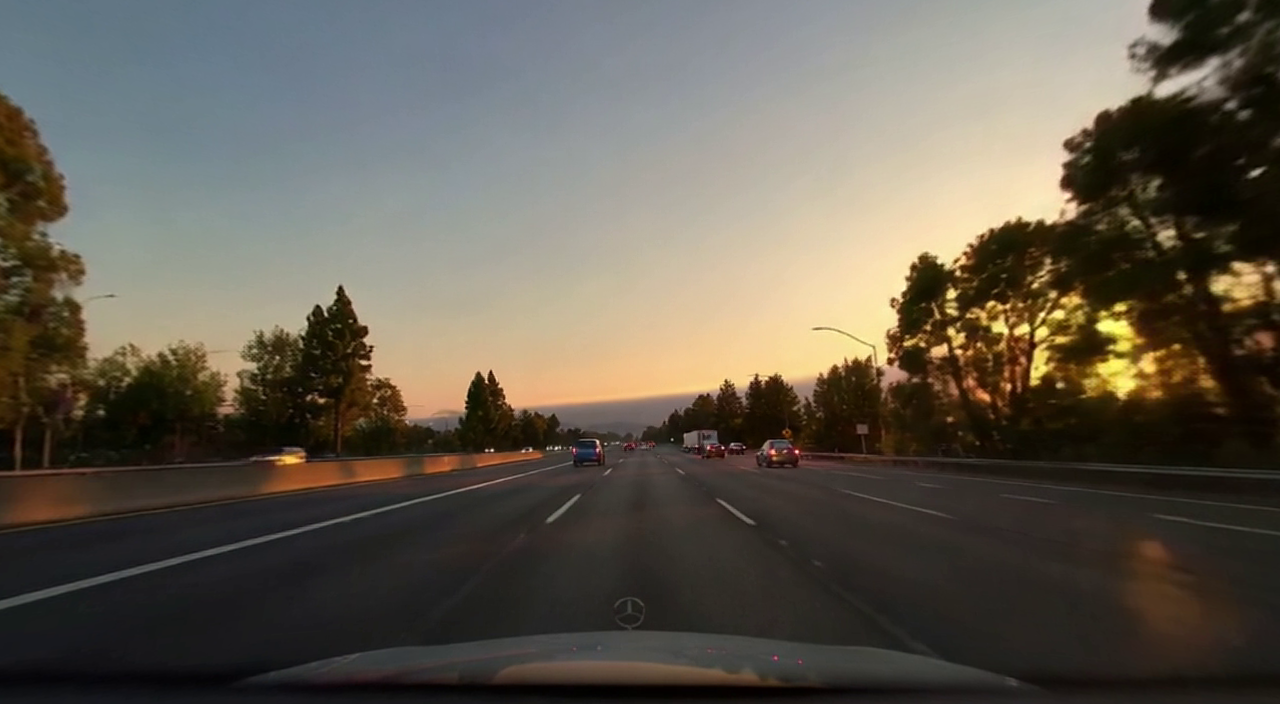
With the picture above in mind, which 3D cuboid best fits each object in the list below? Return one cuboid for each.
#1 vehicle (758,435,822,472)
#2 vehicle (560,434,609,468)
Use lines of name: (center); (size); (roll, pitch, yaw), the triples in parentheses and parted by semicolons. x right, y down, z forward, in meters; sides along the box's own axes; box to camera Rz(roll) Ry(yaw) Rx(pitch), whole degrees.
vehicle: (7.391, 5.053, 31.433); (2.063, 1.706, 4.259); (0, -8, -1)
vehicle: (-3.291, 6.051, 38.715); (2.453, 1.952, 5.320); (0, -8, 1)
